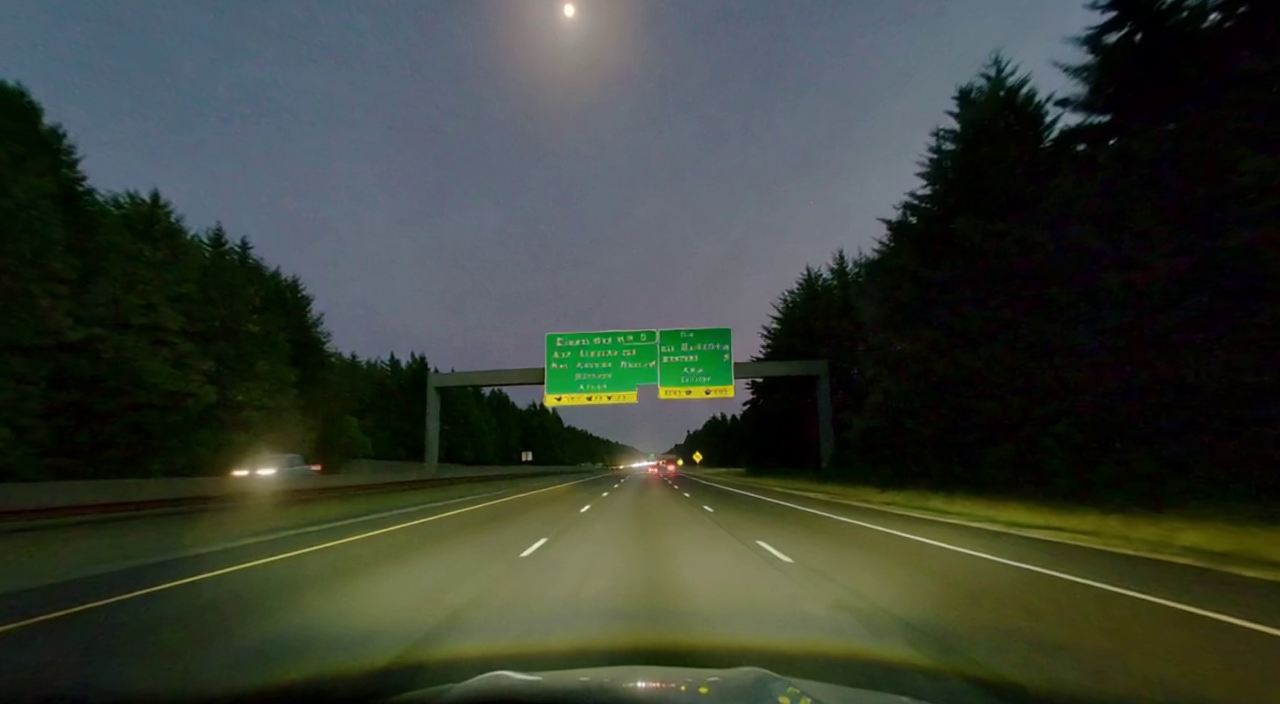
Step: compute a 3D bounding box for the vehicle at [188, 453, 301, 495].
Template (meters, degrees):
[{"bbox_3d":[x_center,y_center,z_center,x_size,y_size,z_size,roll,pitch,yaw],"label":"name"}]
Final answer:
[{"bbox_3d":[-16.253,5.037,26.181,1.898,1.547,4.194,1,-10,0],"label":"vehicle"}]
